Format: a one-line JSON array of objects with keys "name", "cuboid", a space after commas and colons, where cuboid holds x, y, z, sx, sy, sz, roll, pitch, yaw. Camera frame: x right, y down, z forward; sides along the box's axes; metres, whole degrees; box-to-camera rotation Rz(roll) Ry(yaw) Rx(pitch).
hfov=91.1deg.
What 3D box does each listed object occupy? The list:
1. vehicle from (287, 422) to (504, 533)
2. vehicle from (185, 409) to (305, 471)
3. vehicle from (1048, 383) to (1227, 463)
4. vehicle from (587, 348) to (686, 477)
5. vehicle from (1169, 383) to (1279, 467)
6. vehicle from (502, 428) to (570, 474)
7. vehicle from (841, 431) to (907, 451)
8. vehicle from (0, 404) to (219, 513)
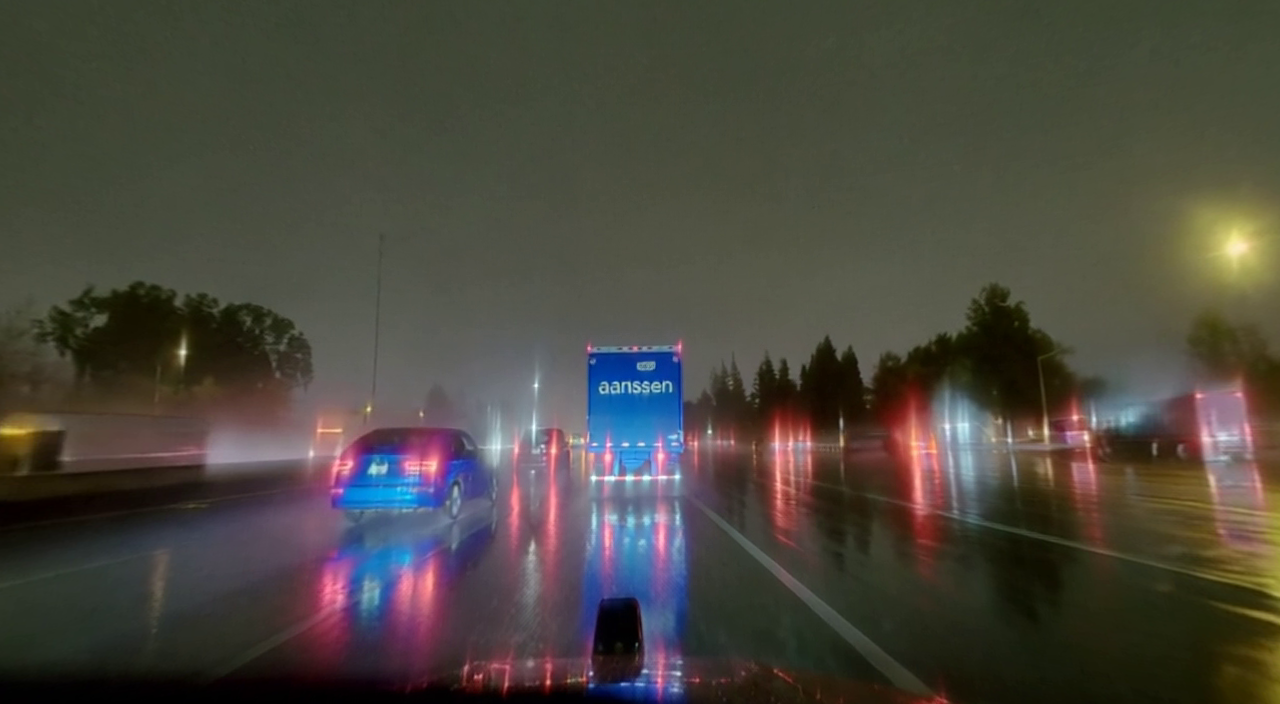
[{"name": "vehicle", "cuboid": [-3.823, 2.014, 10.819, 1.964, 1.507, 4.361, 0, -8, 0]}, {"name": "vehicle", "cuboid": [-22.542, 5.090, 36.401, 2.378, 3.231, 6.822, 0, -8, 1]}, {"name": "vehicle", "cuboid": [18.888, 2.801, 24.367, 2.432, 2.753, 5.388, 0, -8, 1]}, {"name": "vehicle", "cuboid": [-0.213, 2.680, 25.968, 3.171, 4.204, 11.036, 0, -8, -1]}, {"name": "vehicle", "cuboid": [19.494, 2.387, 20.512, 1.658, 2.523, 2.851, 0, -8, -4]}, {"name": "vehicle", "cuboid": [-3.875, 3.746, 24.083, 1.946, 1.599, 4.073, 0, -8, 0]}, {"name": "vehicle", "cuboid": [18.204, 6.935, 49.073, 2.017, 1.489, 4.324, 6, -10, -38]}, {"name": "vehicle", "cuboid": [-15.509, 2.883, 17.761, 2.344, 2.444, 7.023, 0, -8, 0]}]
